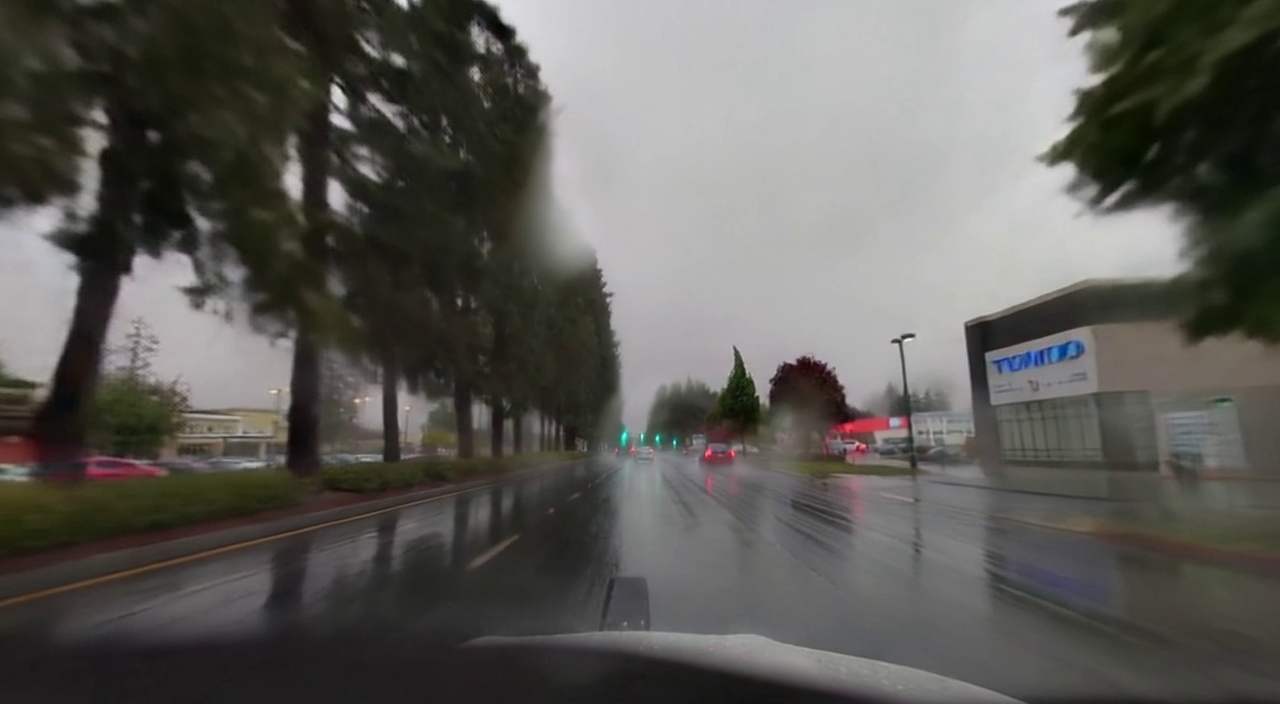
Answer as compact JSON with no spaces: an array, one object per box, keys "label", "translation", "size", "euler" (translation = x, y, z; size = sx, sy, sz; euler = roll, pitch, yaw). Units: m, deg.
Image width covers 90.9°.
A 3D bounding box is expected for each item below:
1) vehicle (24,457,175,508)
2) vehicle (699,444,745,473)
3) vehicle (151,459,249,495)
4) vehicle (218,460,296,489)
[{"label":"vehicle","translation":[-22.414,5.381,26.499],"size":[1.939,1.780,5.057],"euler":[-1,-9,-2]},{"label":"vehicle","translation":[4.501,5.898,35.146],"size":[1.916,1.459,4.335],"euler":[0,-9,-1]},{"label":"vehicle","translation":[-22.602,6.417,32.611],"size":[1.674,1.483,4.741],"euler":[-4,-8,1]},{"label":"vehicle","translation":[-22.584,7.228,37.398],"size":[1.841,1.510,4.389],"euler":[-1,-9,0]}]
